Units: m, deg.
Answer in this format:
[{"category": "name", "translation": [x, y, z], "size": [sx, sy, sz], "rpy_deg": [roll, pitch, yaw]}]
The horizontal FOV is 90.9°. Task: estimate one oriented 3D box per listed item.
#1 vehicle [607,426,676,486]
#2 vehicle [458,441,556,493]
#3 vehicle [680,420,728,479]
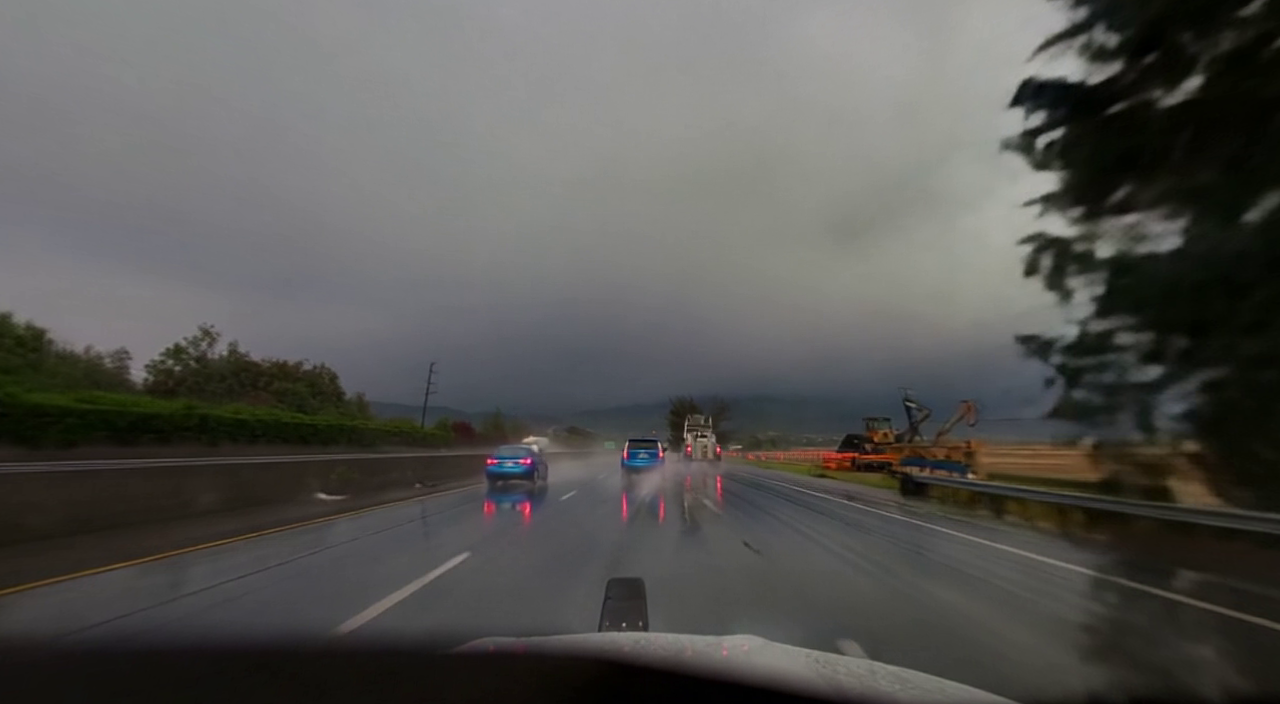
[{"category": "vehicle", "translation": [0.085, 3.848, 23.596], "size": [2.308, 1.993, 4.631], "rpy_deg": [0, -8, 1]}, {"category": "vehicle", "translation": [-4.132, 3.645, 20.409], "size": [2.096, 1.469, 4.319], "rpy_deg": [0, -8, 2]}, {"category": "vehicle", "translation": [4.524, 7.161, 46.646], "size": [2.793, 3.828, 9.580], "rpy_deg": [0, -8, 1]}]
